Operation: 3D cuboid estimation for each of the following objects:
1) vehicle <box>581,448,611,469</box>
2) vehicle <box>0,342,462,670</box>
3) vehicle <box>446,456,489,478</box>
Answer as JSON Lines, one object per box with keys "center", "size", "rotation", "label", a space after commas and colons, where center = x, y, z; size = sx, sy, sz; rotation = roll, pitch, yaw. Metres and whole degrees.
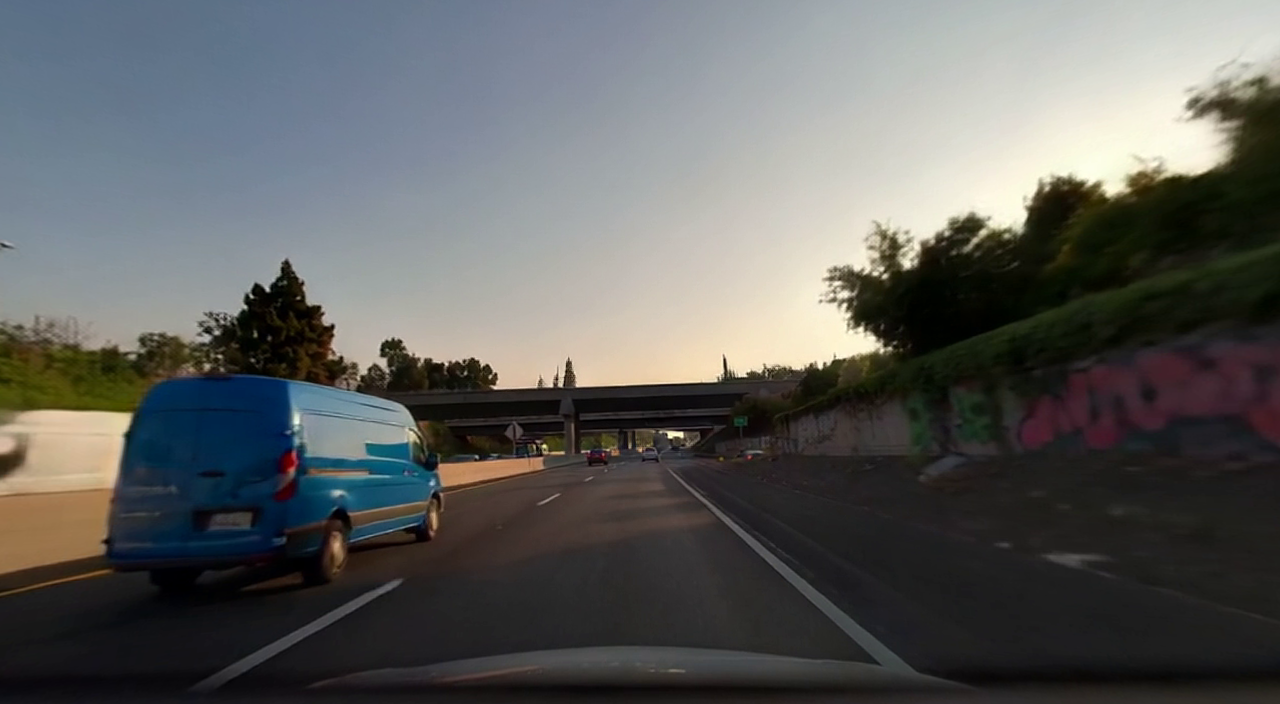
{"center": [-3.352, 8.167, 48.628], "size": [1.994, 1.471, 3.962], "rotation": [0, -9, 1], "label": "vehicle"}
{"center": [-3.770, 1.319, 6.528], "size": [2.310, 2.030, 5.094], "rotation": [0, -9, 0], "label": "vehicle"}
{"center": [-12.562, 8.391, 46.208], "size": [1.859, 1.450, 4.431], "rotation": [0, -9, 1], "label": "vehicle"}
